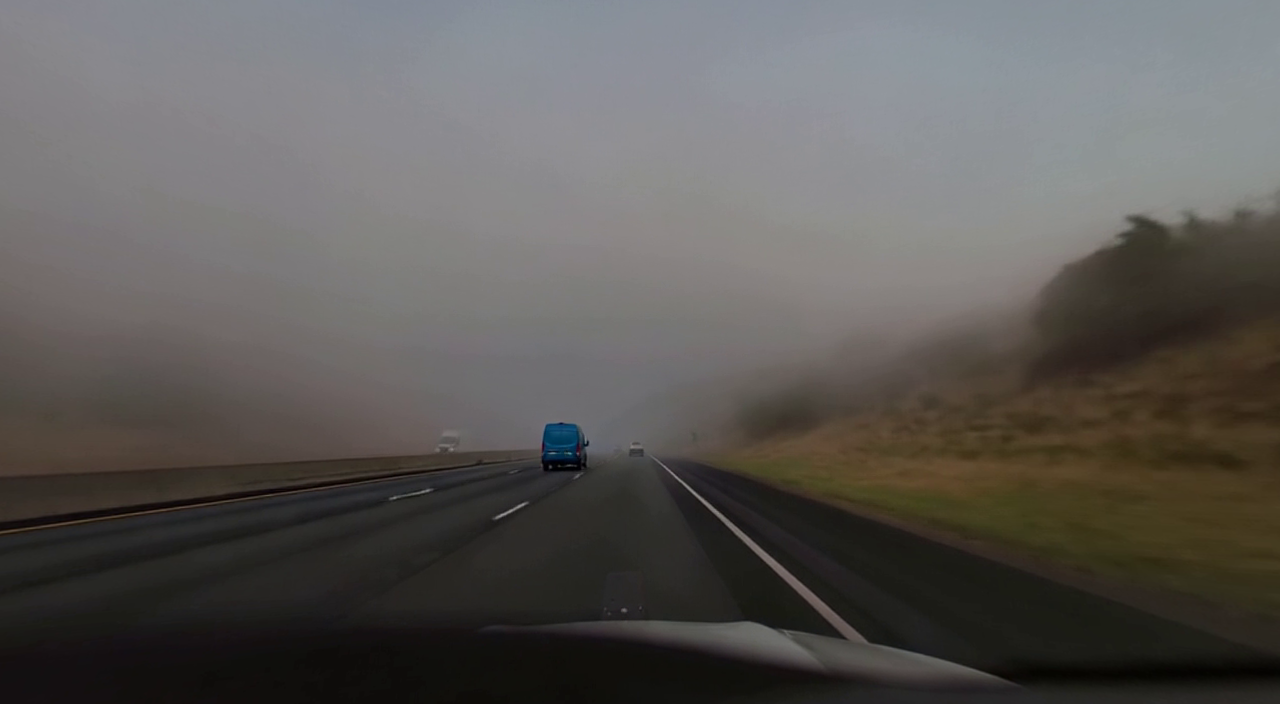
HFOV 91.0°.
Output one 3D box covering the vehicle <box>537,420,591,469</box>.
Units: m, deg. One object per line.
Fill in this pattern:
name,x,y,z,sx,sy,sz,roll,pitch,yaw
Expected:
vehicle,-4.058,5.128,34.808,2.329,2.483,5.428,0,-8,0
